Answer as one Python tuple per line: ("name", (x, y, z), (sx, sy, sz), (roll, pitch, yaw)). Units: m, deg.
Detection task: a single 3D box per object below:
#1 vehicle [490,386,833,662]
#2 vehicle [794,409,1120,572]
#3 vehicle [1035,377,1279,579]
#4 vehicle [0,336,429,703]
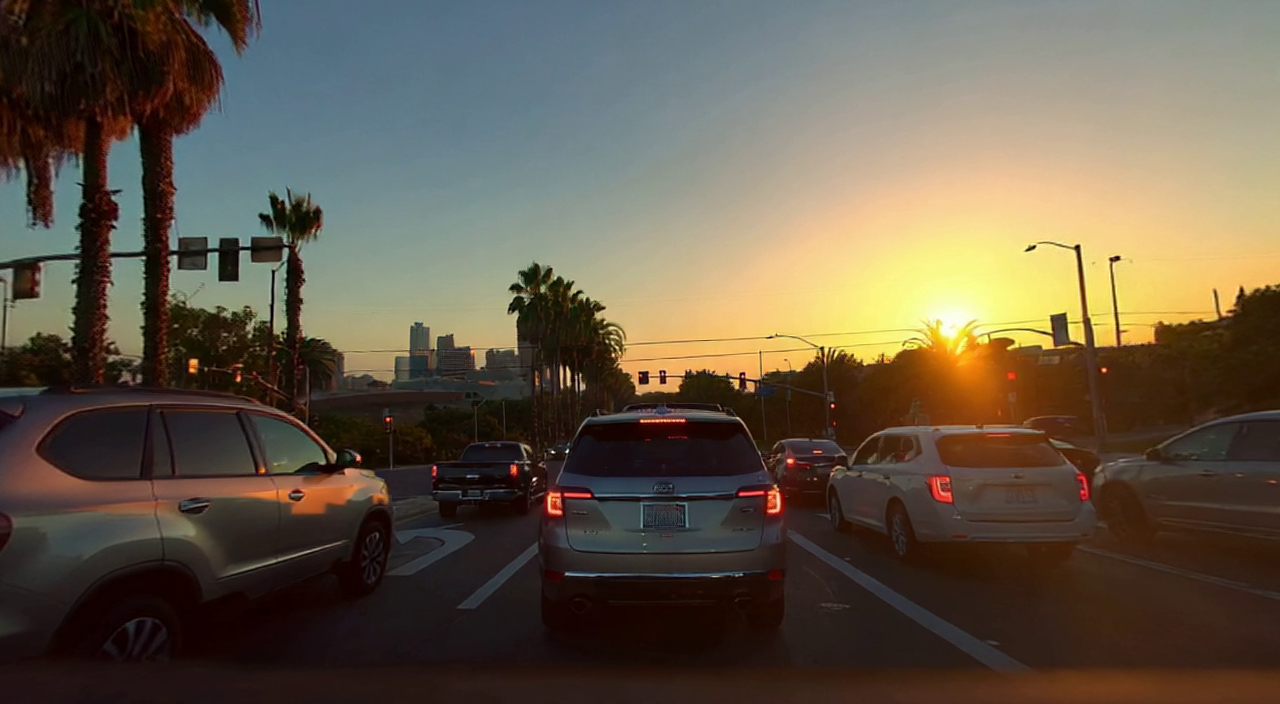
("vehicle", (0.162, 1.373, 6.052), (2.123, 1.704, 4.128), (0, -9, 1))
("vehicle", (4.003, 1.852, 9.293), (2.072, 1.704, 5.170), (0, -9, 0))
("vehicle", (7.327, 1.335, 6.858), (2.337, 1.925, 5.728), (0, -8, 1))
("vehicle", (-3.165, 1.086, 3.902), (2.171, 1.702, 4.416), (0, -9, 0))
